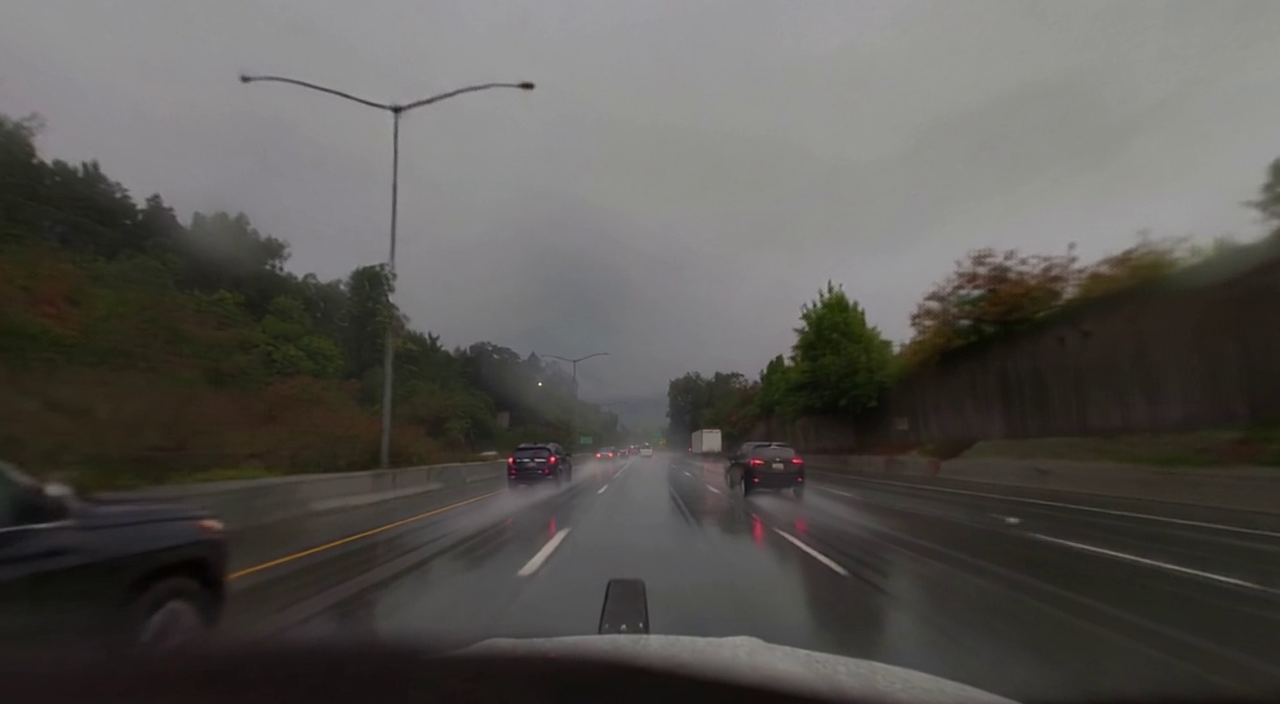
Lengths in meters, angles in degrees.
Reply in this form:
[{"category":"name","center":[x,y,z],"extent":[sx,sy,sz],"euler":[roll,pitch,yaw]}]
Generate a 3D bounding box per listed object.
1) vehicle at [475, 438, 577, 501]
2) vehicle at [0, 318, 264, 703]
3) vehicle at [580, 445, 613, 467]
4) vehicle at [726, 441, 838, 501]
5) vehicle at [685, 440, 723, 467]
[{"category":"vehicle","center":[-3.195,3.404,18.792],"extent":[1.974,1.589,5.047],"euler":[-1,-8,1]},{"category":"vehicle","center":[-3.437,0.650,1.490],"extent":[2.139,1.764,4.707],"euler":[0,-8,1]},{"category":"vehicle","center":[-3.208,7.714,46.950],"extent":[2.099,1.494,4.504],"euler":[0,-8,1]},{"category":"vehicle","center":[3.823,3.287,17.971],"extent":[2.040,1.461,4.822],"euler":[0,-8,0]},{"category":"vehicle","center":[4.441,7.164,44.637],"extent":[2.144,1.752,4.765],"euler":[0,-8,0]}]
